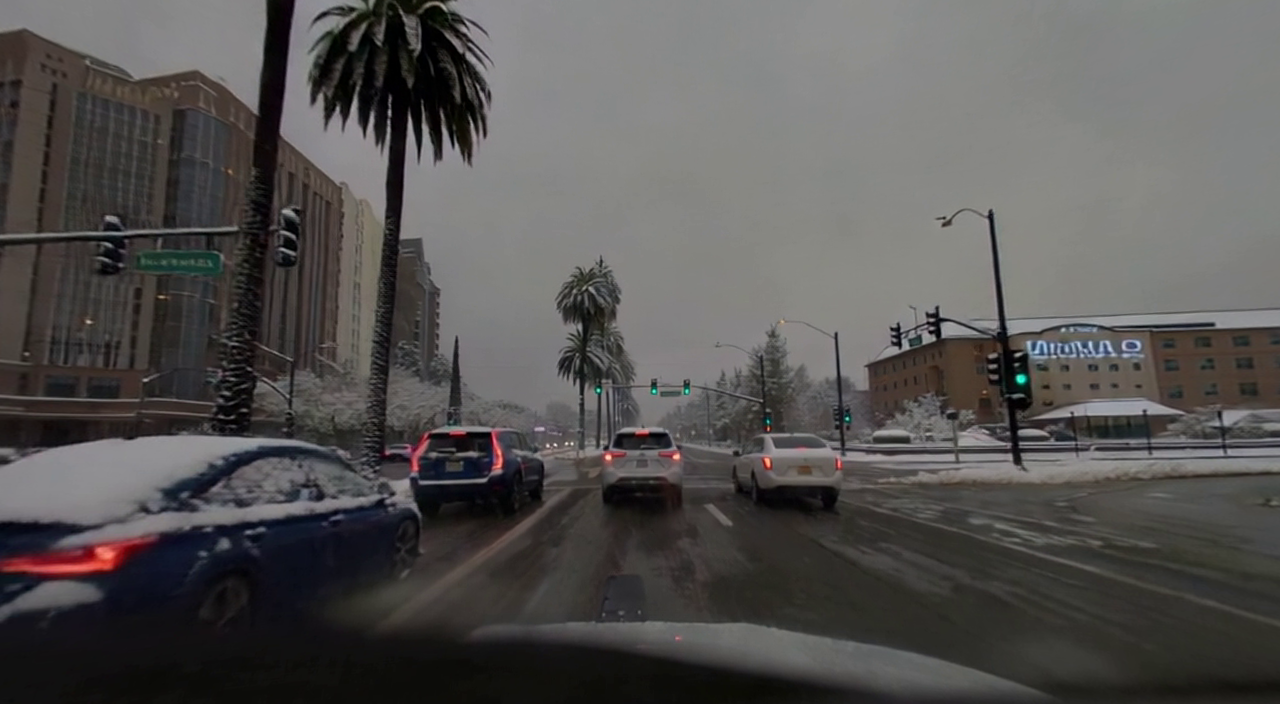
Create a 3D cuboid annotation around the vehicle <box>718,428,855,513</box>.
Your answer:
[{"bbox_3d":[3.006,2.510,13.854,1.936,1.567,3.896,0,-9,-2],"label":"vehicle"}]

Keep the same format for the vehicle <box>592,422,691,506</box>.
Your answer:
[{"bbox_3d":[0.039,2.669,15.437,2.060,1.730,4.257,0,-9,0],"label":"vehicle"}]

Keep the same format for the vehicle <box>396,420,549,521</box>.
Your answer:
[{"bbox_3d":[-3.177,2.338,12.923,1.938,1.713,4.048,0,-9,1],"label":"vehicle"}]

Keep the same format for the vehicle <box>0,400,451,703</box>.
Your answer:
[{"bbox_3d":[-3.218,1.291,5.007,1.962,1.480,4.605,0,-9,1],"label":"vehicle"}]
